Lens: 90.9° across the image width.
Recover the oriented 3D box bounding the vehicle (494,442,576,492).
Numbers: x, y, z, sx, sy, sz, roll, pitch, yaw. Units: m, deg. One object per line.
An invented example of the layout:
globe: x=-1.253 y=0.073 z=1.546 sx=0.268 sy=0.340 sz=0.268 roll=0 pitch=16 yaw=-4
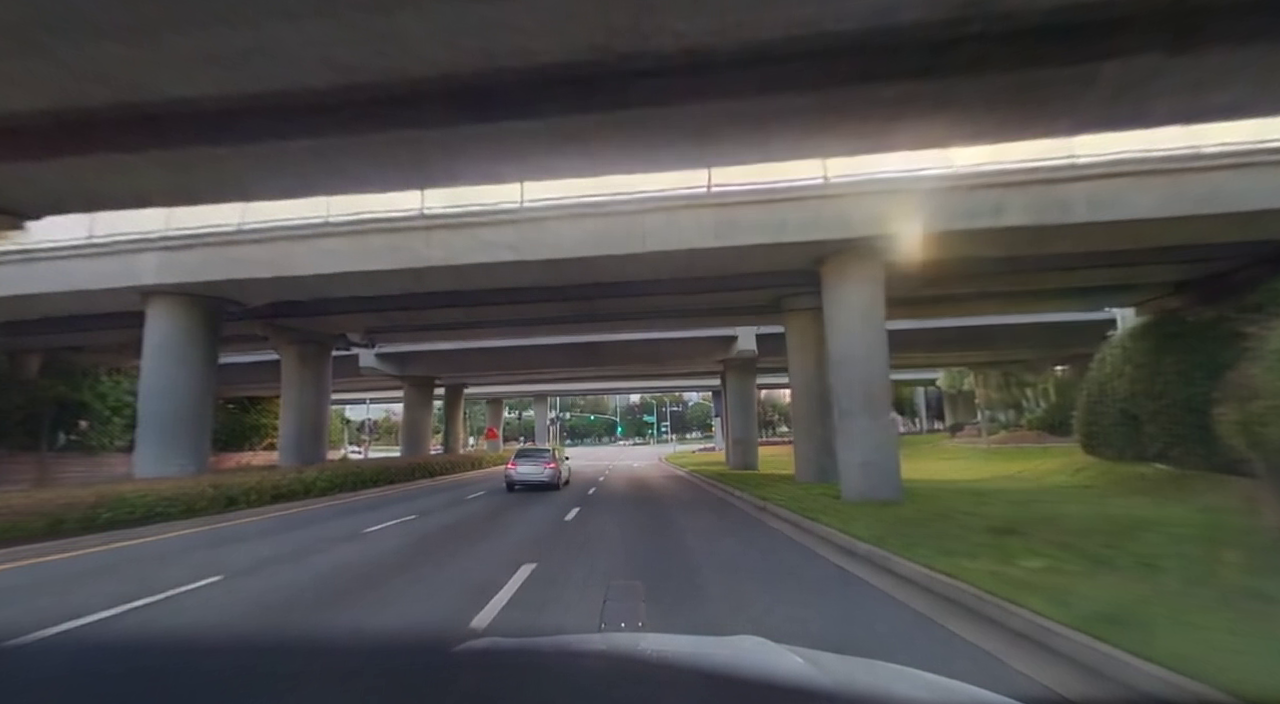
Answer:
vehicle: x=-3.390 y=3.806 z=21.225 sx=1.963 sy=1.460 sz=4.614 roll=0 pitch=-9 yaw=0
